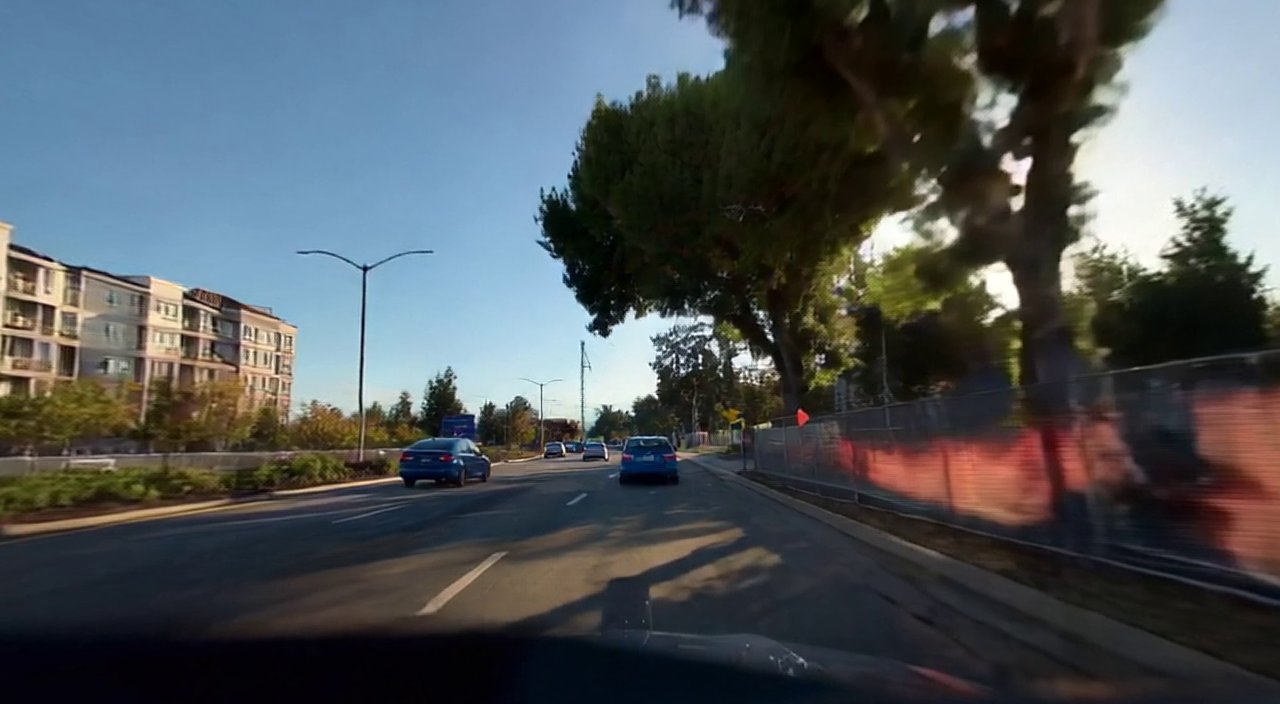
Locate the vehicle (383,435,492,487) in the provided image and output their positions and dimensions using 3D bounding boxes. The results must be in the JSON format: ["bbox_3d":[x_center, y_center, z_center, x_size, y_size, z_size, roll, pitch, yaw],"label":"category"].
[{"bbox_3d":[-6.335,3.460,20.304,1.877,1.479,4.430,-1,-8,3],"label":"vehicle"}]

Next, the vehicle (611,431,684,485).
[{"bbox_3d":[0.252,3.546,21.356,2.227,1.654,4.091,0,-8,0],"label":"vehicle"}]
